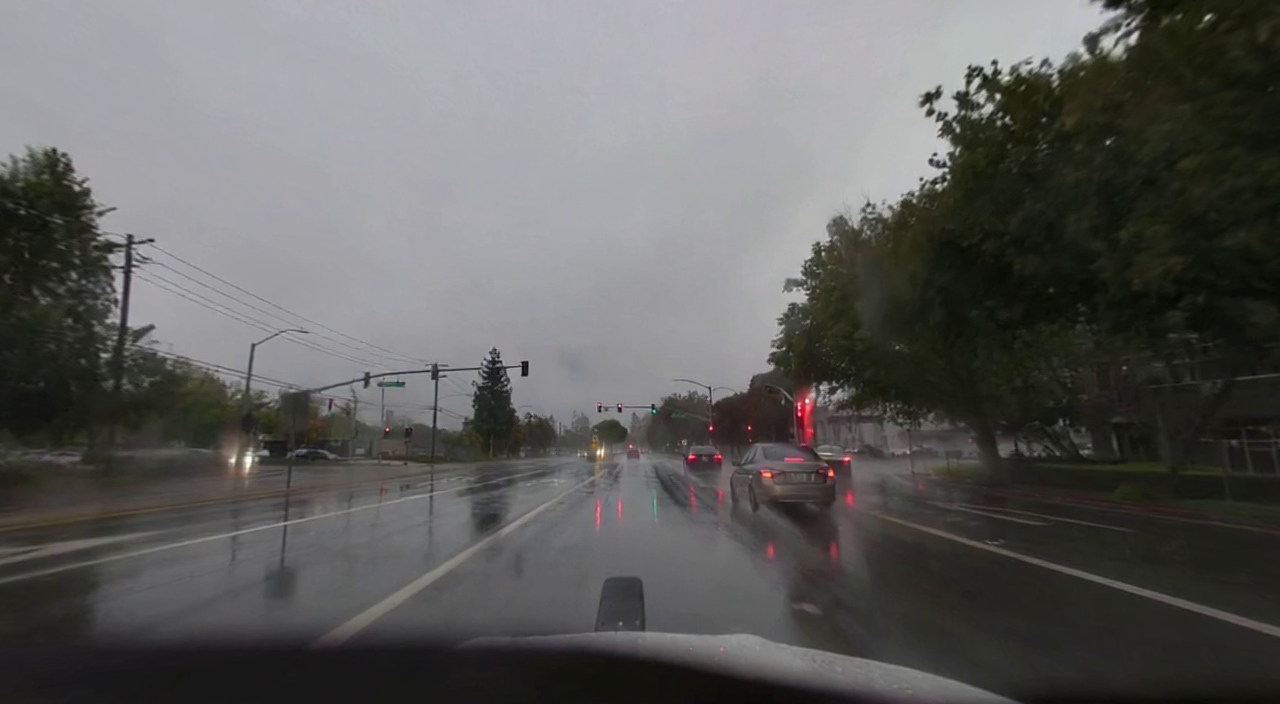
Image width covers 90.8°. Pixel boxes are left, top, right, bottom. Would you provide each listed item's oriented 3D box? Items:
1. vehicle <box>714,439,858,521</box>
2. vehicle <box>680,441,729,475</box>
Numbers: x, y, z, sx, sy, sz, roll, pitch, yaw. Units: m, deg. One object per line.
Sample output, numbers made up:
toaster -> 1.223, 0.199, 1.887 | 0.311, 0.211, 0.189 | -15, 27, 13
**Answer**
vehicle -> 2.903, 2.656, 13.720 | 2.004, 1.455, 4.417 | 0, -8, -1
vehicle -> 3.327, 5.590, 33.569 | 2.128, 1.699, 4.222 | 0, -8, 0
